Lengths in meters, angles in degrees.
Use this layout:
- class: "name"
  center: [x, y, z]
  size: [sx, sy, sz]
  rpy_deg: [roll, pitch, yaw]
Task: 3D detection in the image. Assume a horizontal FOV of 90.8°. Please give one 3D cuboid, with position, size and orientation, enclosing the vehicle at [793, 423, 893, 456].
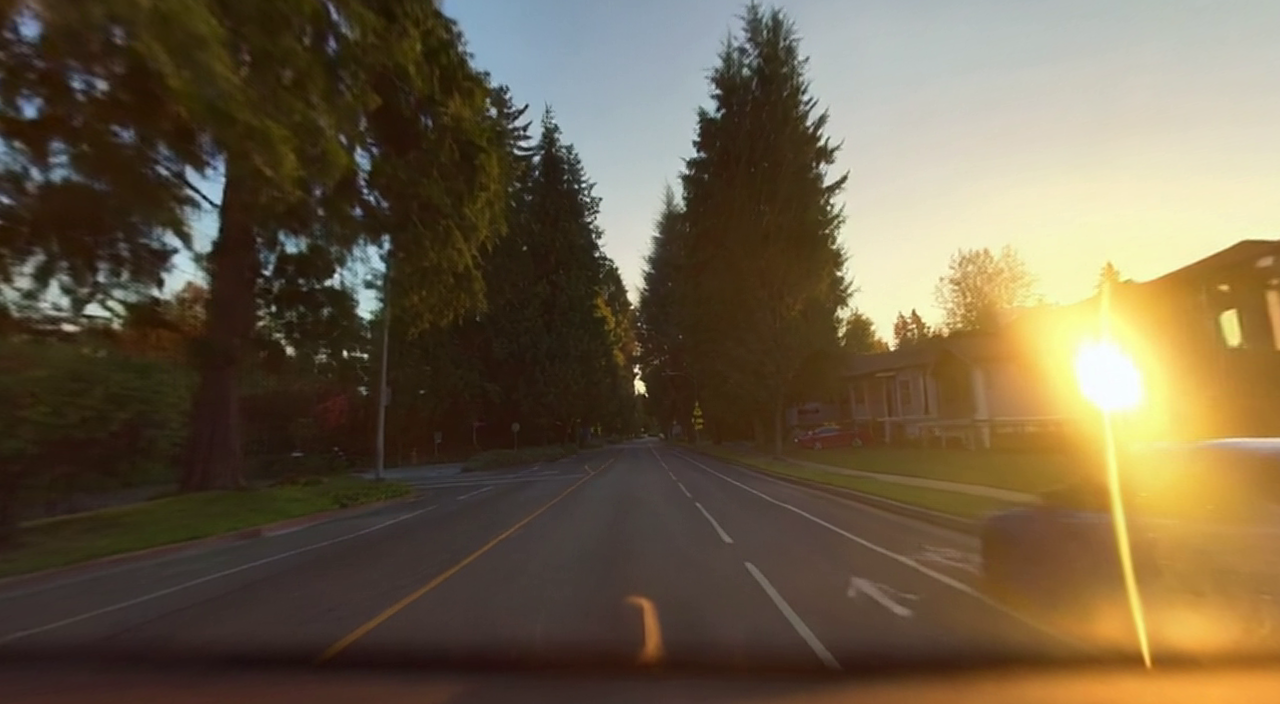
- class: "vehicle"
  center: [10.878, 4.817, 34.271]
  size: [1.904, 1.626, 5.012]
  rpy_deg: [6, -11, -31]

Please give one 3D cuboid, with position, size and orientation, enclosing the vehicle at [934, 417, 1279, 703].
- class: "vehicle"
  center: [3.750, 1.154, 3.616]
  size: [1.961, 1.472, 4.434]
  rpy_deg: [0, -8, 0]
